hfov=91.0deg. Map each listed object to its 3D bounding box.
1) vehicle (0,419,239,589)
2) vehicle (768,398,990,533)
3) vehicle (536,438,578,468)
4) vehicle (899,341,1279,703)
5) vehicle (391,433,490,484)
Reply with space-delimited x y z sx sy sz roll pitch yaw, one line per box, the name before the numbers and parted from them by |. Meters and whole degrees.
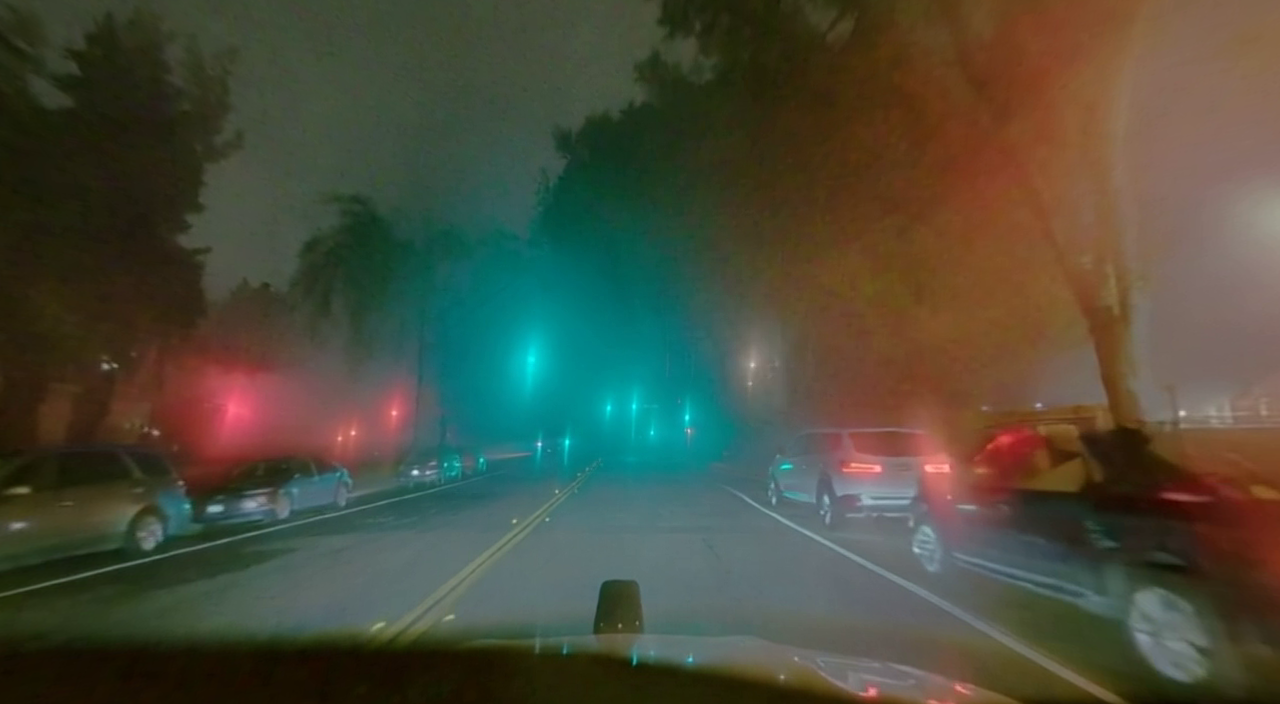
vehicle | -7.594 1.802 8.081 1.994 1.718 4.518 0 -9 -2
vehicle | 3.875 1.960 11.281 2.063 1.904 4.531 0 -9 -2
vehicle | -4.360 5.368 33.556 1.971 1.497 4.285 1 -9 -4
vehicle | 3.771 1.129 4.549 1.908 1.788 4.397 1 -8 0
vehicle | -7.612 4.131 24.691 2.150 1.766 5.483 0 -9 -1
